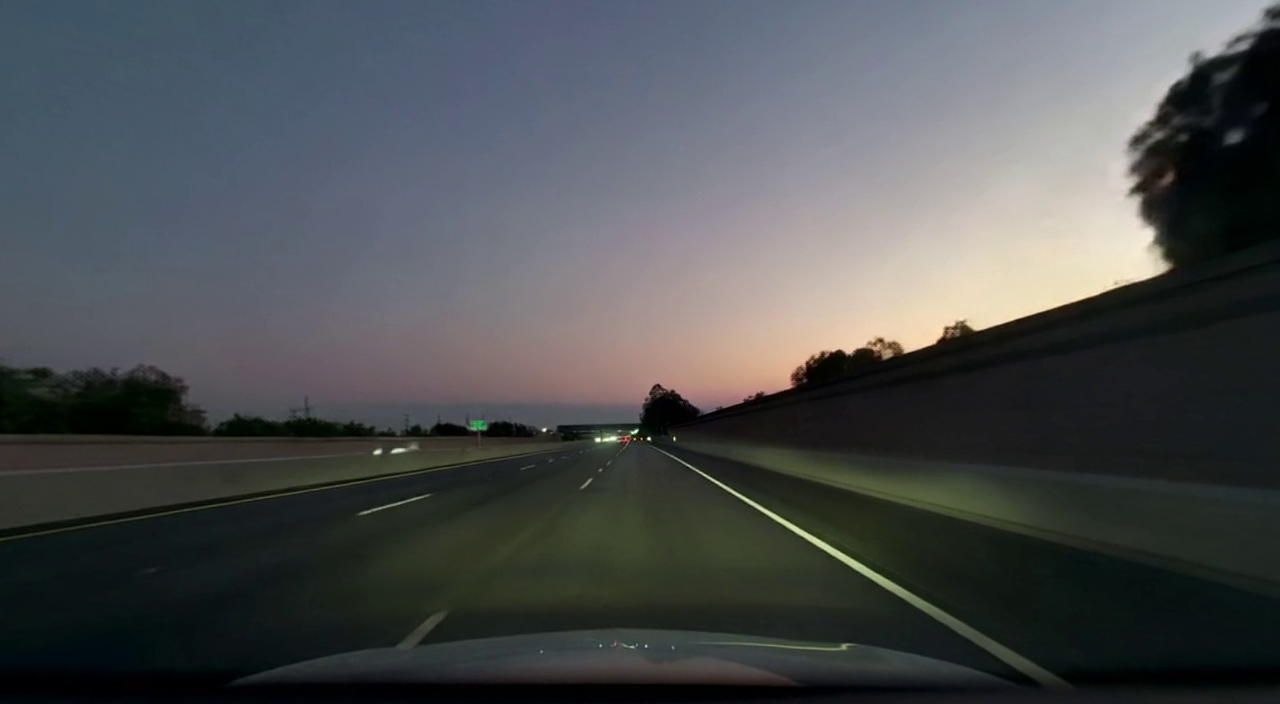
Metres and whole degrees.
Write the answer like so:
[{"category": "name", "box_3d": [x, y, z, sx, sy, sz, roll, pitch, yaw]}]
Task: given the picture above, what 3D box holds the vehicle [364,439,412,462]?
[{"category": "vehicle", "box_3d": [-19.431, 7.594, 48.773, 1.891, 1.607, 4.384, 0, -8, 0]}]
